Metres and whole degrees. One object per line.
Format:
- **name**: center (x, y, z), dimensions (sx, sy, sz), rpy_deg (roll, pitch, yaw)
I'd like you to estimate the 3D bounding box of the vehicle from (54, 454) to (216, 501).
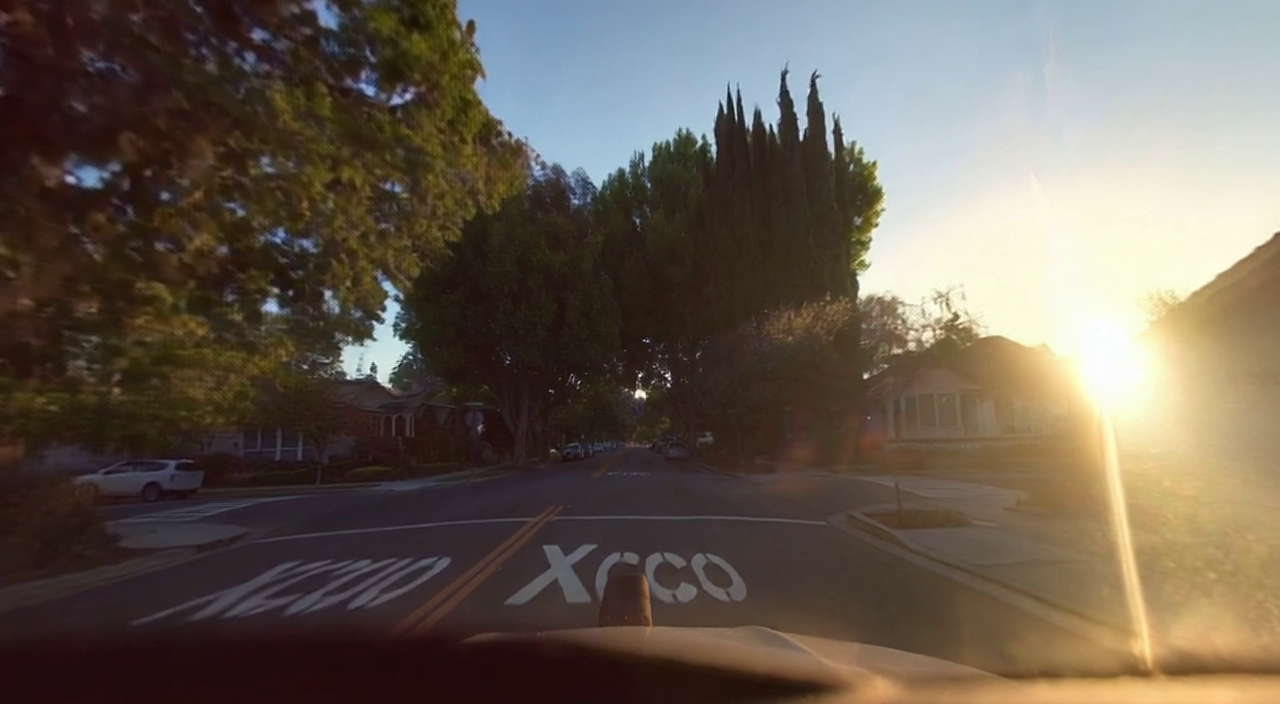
- **vehicle**: center (-18.966, 4.699, 23.864), dimensions (4.334, 1.632, 1.996), rpy_deg (0, -8, -1)
